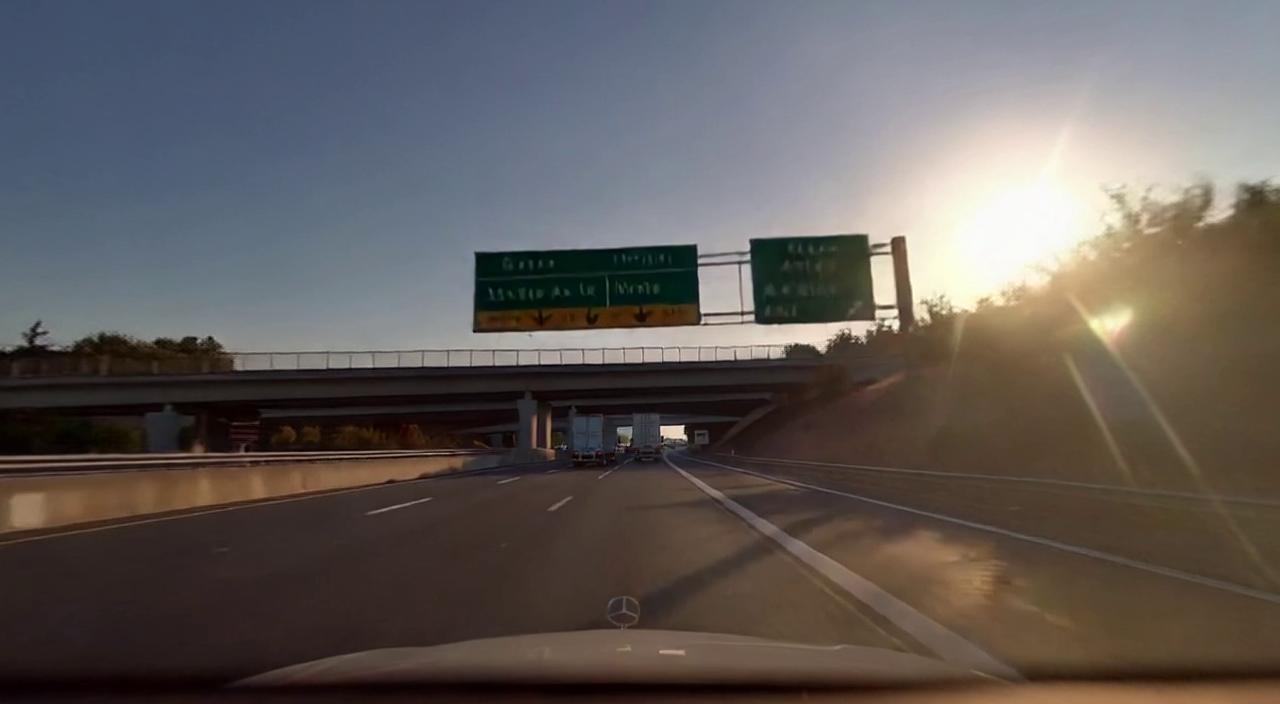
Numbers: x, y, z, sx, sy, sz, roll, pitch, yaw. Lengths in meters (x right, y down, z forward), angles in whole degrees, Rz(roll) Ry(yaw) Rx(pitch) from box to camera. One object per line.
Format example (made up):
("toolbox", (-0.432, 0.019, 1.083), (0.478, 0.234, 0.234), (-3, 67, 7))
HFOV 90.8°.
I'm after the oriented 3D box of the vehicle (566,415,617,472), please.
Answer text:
("vehicle", (-2.971, 5.891, 40.397), (2.696, 3.266, 7.062), (0, -9, 0))
